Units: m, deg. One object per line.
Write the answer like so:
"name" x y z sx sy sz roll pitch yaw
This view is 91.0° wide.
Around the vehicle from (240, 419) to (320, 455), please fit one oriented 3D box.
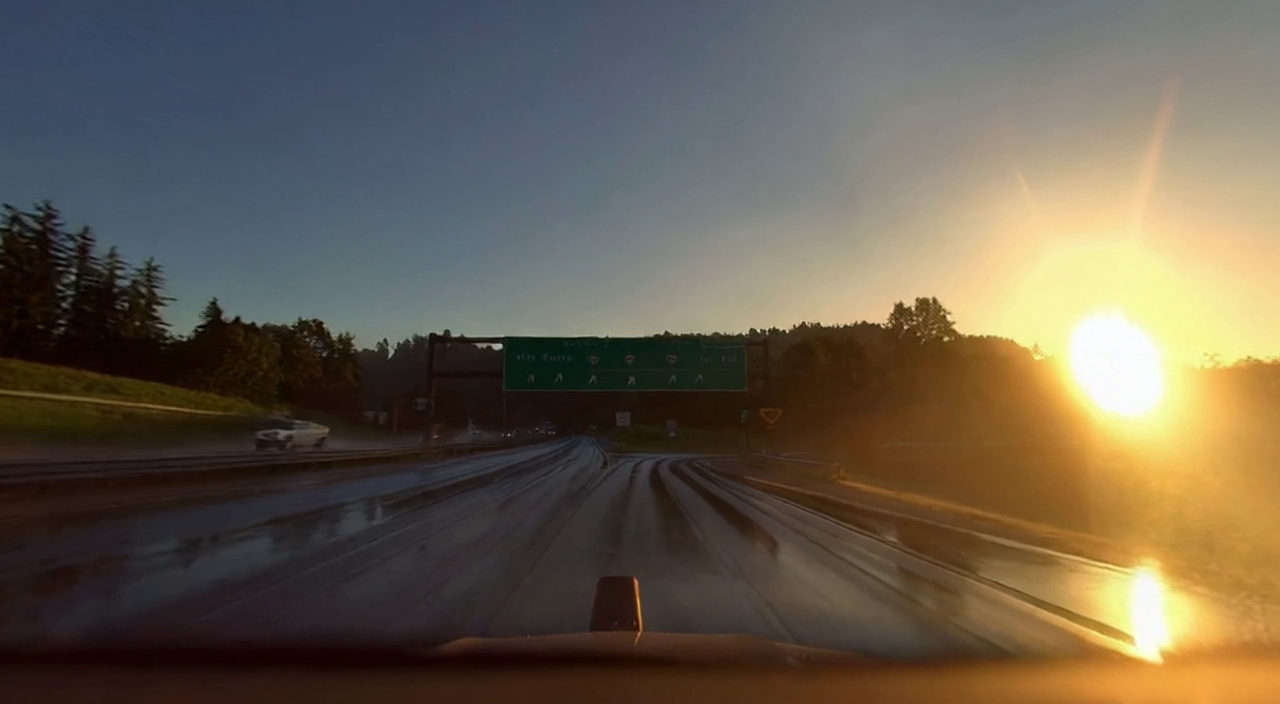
"vehicle" -25.953 6.175 45.771 2.208 2.438 6.660 0 -8 -4
